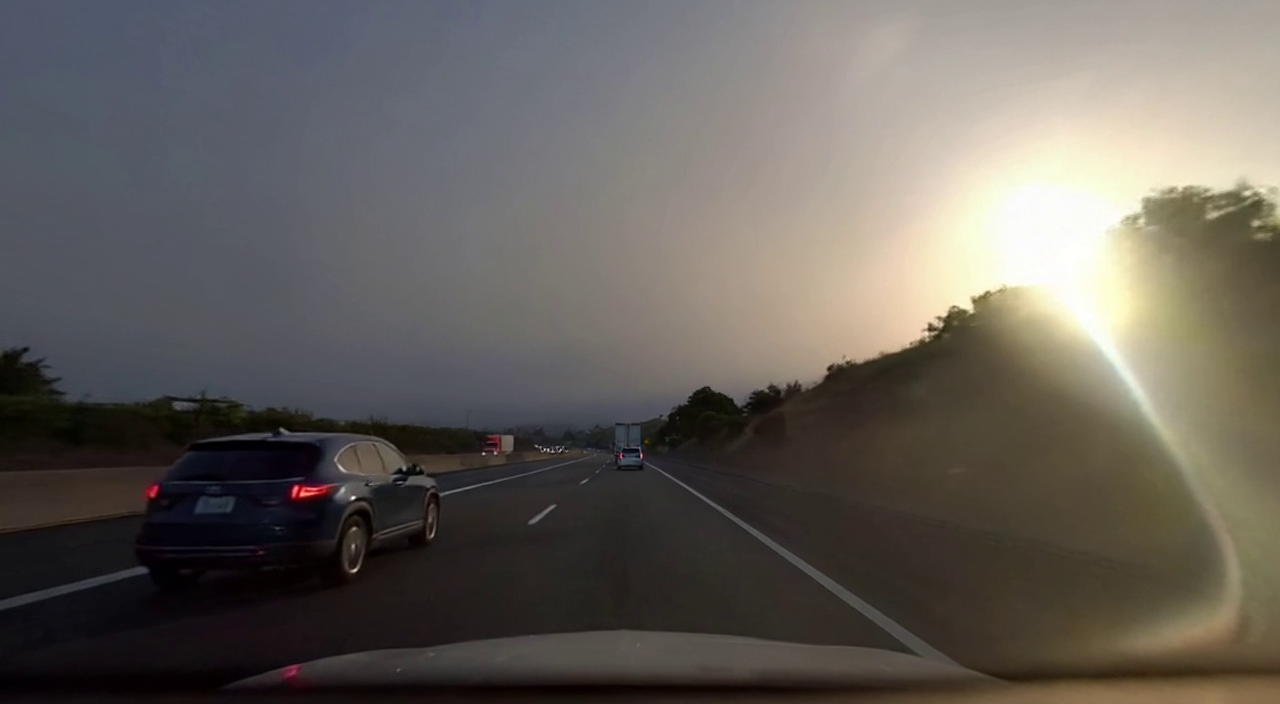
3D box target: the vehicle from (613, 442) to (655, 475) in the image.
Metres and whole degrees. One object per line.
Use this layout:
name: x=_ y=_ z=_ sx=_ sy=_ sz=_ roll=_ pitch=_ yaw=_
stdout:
vehicle: x=-0.390 y=6.030 z=35.565 sx=2.230 sy=1.715 sz=4.243 roll=0 pitch=-9 yaw=-1

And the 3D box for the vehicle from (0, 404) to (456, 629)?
vehicle: x=-3.868 y=1.589 z=7.095 sx=2.181 sy=1.653 sz=4.691 roll=0 pitch=-9 yaw=-1
